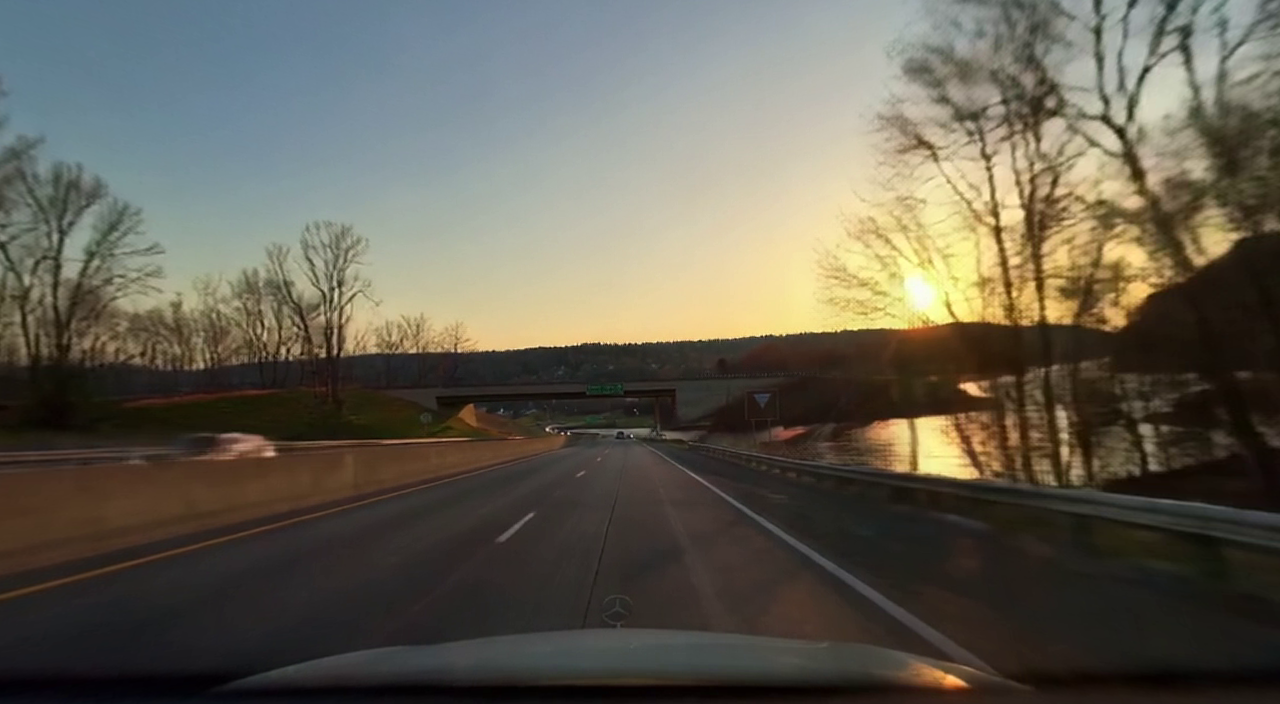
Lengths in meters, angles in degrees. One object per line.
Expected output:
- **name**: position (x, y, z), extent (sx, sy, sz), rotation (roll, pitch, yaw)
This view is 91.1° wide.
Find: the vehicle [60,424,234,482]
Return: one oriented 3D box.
- **vehicle**: position (-14.092, 2.893, 18.302), extent (1.827, 1.488, 3.918), rotation (0, -8, 1)
